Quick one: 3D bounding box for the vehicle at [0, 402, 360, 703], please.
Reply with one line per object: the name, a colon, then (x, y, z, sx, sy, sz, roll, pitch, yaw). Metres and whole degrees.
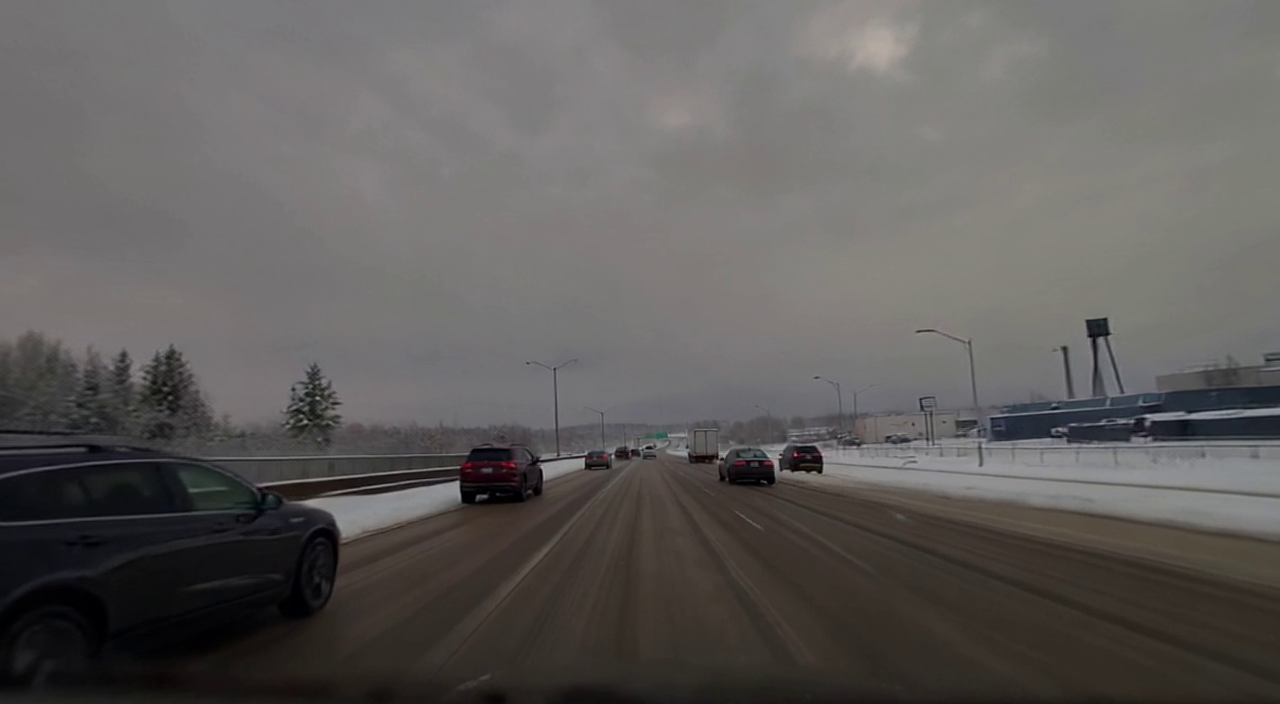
vehicle: (-3.611, 1.093, 3.212, 2.067, 1.555, 4.851, -1, -8, 1)

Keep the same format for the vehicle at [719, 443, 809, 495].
vehicle: (3.862, 3.714, 20.467, 1.942, 1.453, 4.329, -1, -8, -1)

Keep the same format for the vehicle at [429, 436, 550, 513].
vehicle: (-3.651, 3.031, 16.182, 2.036, 1.669, 4.112, -1, -8, 1)
